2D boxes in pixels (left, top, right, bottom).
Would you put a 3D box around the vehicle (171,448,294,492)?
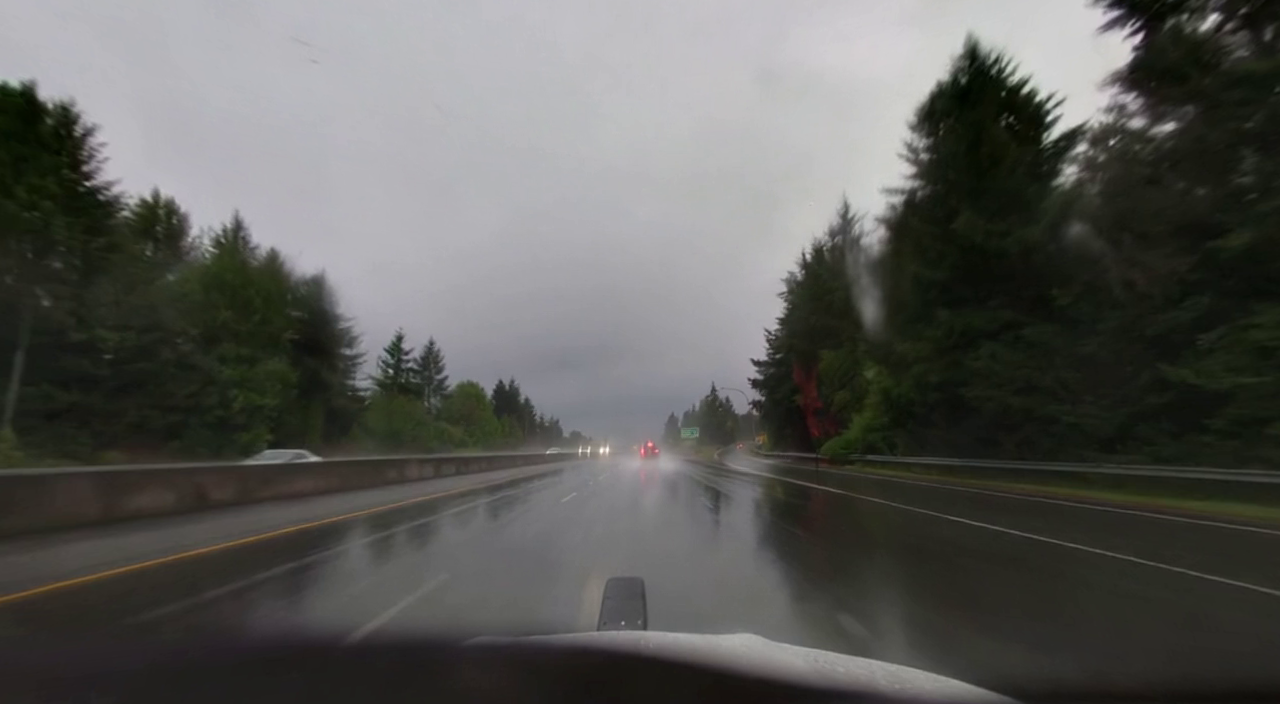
[{"bbox_3d":[-15.977,4.632,25.063,1.938,1.572,4.370,0,-9,0],"label":"vehicle"}]
